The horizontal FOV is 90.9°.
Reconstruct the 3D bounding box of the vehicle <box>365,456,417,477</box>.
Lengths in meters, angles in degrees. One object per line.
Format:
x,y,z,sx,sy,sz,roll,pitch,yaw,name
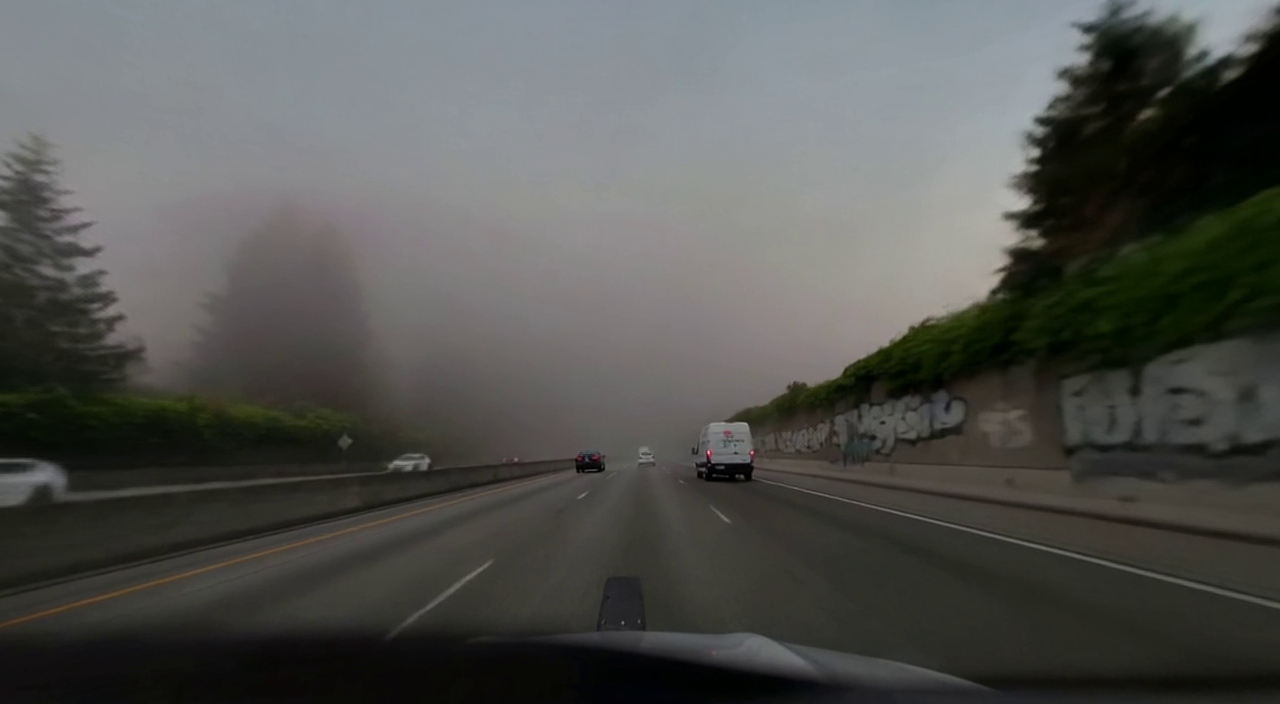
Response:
-19.136,8.765,48.582,1.952,1.509,4.840,0,-9,1,vehicle

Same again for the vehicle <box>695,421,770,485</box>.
4.033,4.589,28.617,2.469,2.591,5.653,0,-9,-1,vehicle

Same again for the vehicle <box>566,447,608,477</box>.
-2.992,6.345,36.474,1.964,1.618,4.489,0,-9,1,vehicle
